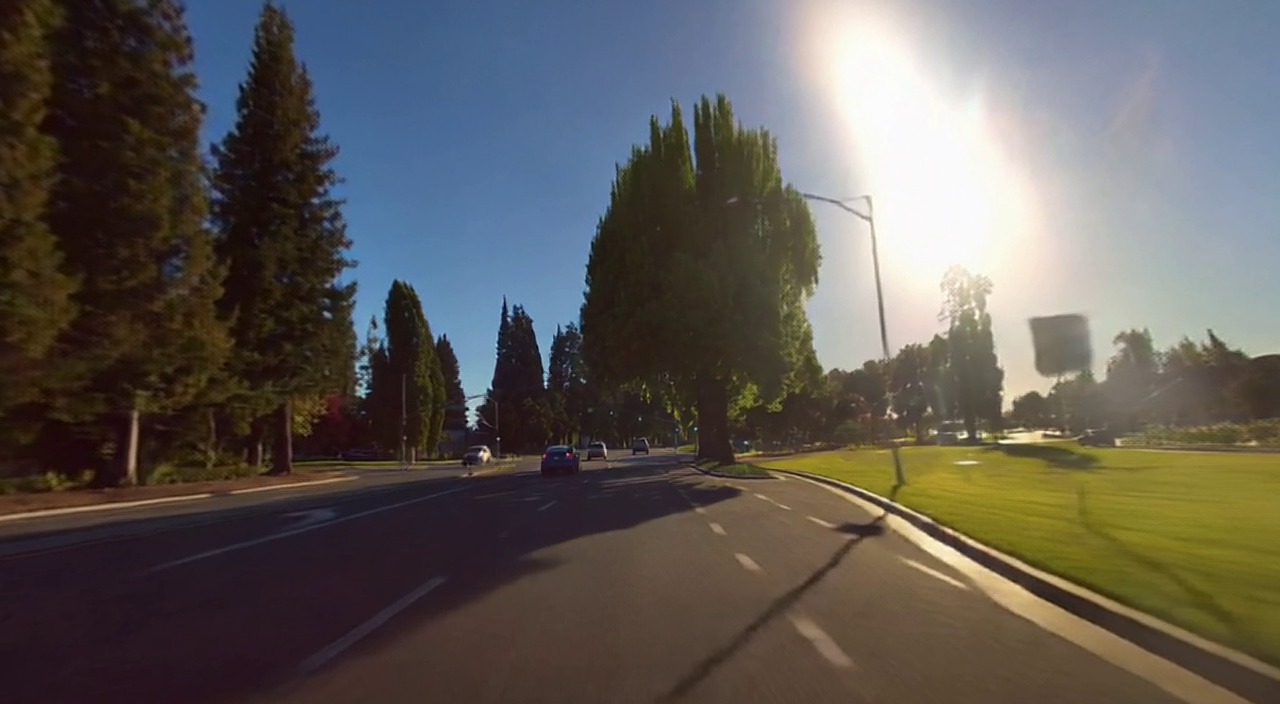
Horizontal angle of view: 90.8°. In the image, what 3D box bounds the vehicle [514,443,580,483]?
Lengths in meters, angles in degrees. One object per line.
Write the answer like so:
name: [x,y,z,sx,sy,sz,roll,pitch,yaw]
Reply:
vehicle: [-3.603,4.357,25.201,1.932,1.431,4.144,0,-9,1]
